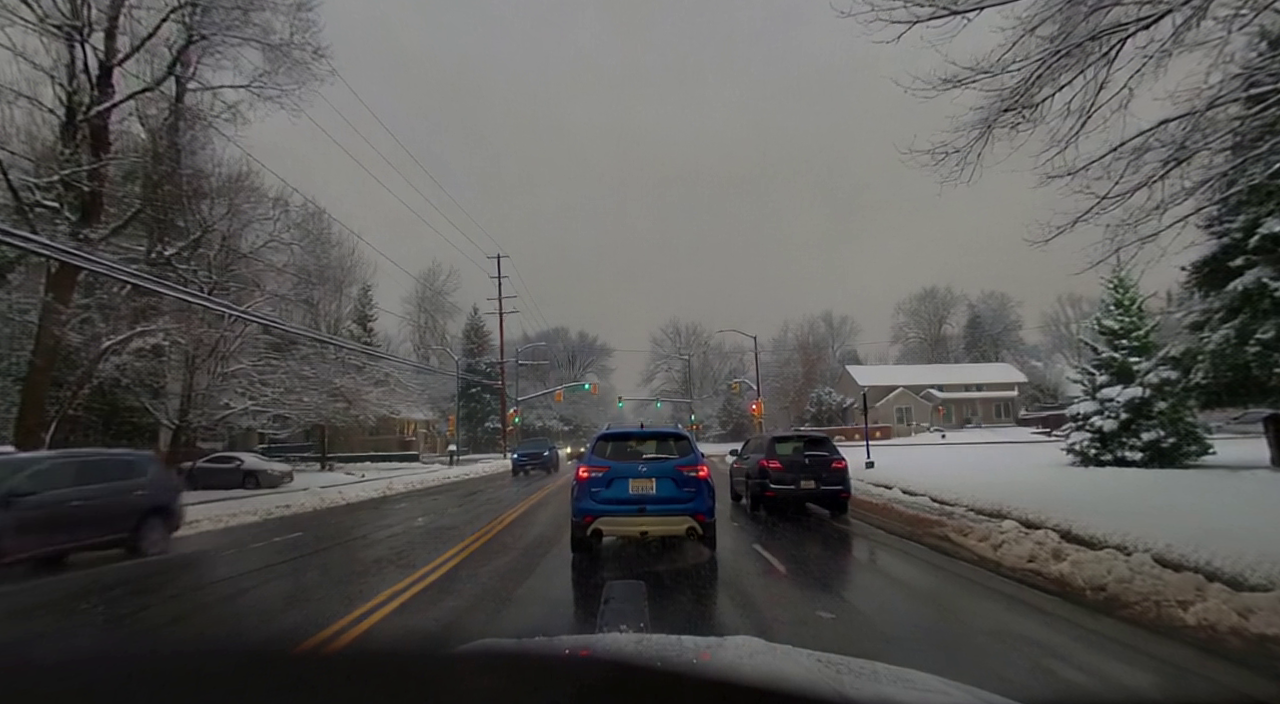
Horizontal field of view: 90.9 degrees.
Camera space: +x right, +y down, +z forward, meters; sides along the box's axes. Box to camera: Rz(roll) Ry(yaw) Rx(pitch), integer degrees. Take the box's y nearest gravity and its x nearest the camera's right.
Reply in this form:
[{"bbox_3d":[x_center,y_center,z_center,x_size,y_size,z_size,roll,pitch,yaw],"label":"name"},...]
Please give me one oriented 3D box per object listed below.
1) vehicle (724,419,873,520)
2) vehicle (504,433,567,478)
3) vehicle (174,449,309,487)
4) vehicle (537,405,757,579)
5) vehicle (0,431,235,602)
[{"bbox_3d":[3.075,2.382,13.283,1.967,1.756,4.281,0,-8,-1],"label":"vehicle"},{"bbox_3d":[-4.920,4.977,30.511,2.138,1.938,5.584,0,-8,-1],"label":"vehicle"},{"bbox_3d":[-16.117,4.678,25.644,4.245,1.446,1.827,0,-8,1],"label":"vehicle"},{"bbox_3d":[0.054,1.676,8.321,2.151,1.695,4.100,0,-8,0],"label":"vehicle"},{"bbox_3d":[-7.311,1.854,7.771,1.985,1.672,3.960,0,-8,0],"label":"vehicle"}]
